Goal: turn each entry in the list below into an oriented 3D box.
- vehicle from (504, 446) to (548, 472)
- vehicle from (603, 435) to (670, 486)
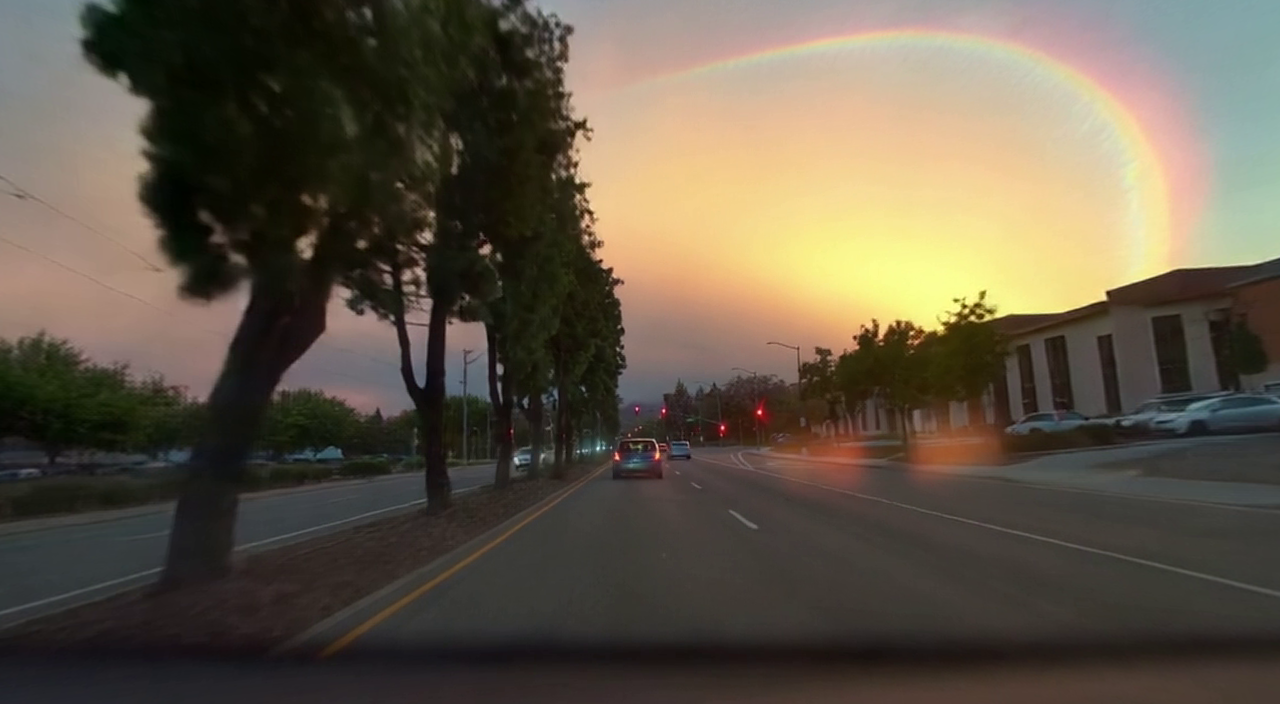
[{"bbox_3d":[-7.506,7.046,41.888,2.094,1.579,4.297,-1,-8,0],"label":"vehicle"},{"bbox_3d":[-0.156,3.841,22.667,2.181,1.639,4.127,0,-8,-1],"label":"vehicle"}]
